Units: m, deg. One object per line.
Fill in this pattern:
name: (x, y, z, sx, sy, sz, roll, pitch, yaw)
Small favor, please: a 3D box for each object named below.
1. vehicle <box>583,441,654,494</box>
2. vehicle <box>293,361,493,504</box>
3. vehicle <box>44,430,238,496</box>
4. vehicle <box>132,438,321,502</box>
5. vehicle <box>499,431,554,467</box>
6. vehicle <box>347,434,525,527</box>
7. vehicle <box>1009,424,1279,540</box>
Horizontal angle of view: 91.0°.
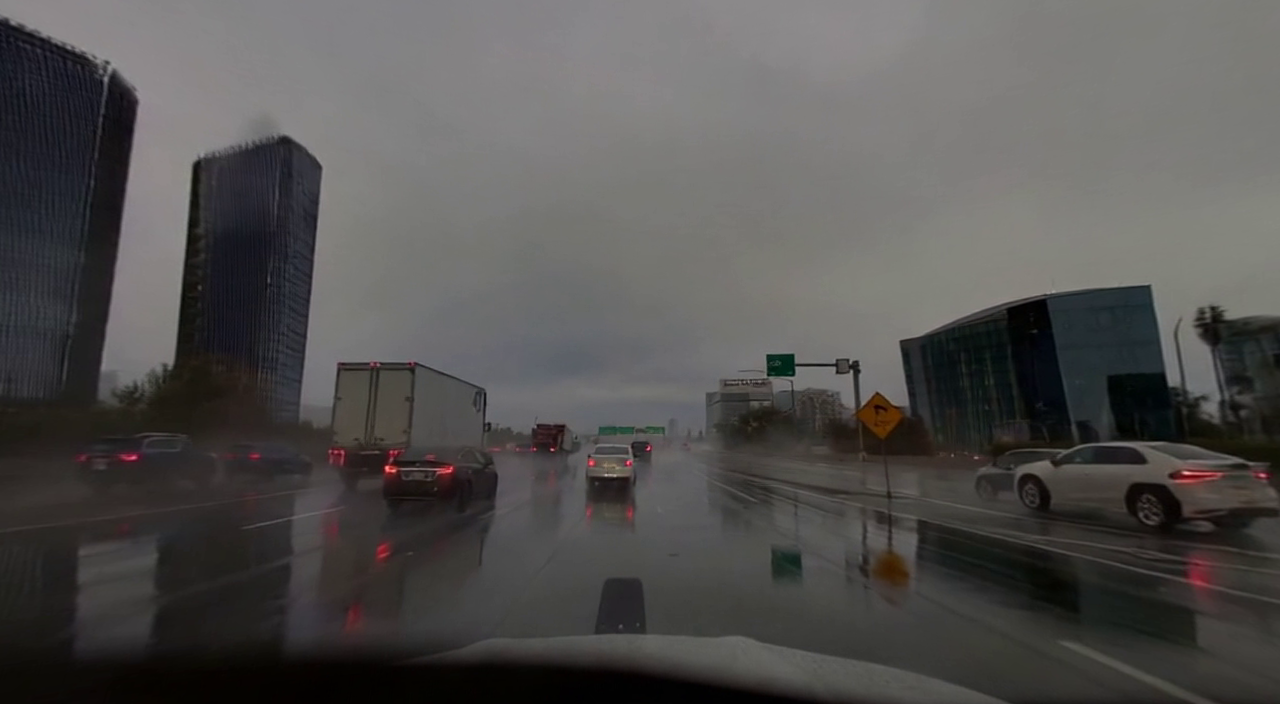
vehicle: (-0.607, 3.545, 19.692, 1.991, 1.488, 3.922, 0, -9, 0)
vehicle: (-6.768, 2.510, 19.054, 2.955, 3.359, 8.322, 1, -9, -3)
vehicle: (-14.653, 3.280, 18.957, 1.990, 1.722, 4.641, 0, -9, 0)
vehicle: (-11.114, 3.176, 17.470, 1.987, 1.495, 4.710, 0, -9, 1)
vehicle: (-6.961, 6.041, 39.253, 2.339, 2.059, 5.359, 0, -9, 1)
vehicle: (-3.766, 2.447, 12.572, 2.016, 1.497, 4.235, 0, -9, 1)
vehicle: (11.460, 2.686, 13.854, 2.415, 1.972, 5.572, 2, -9, -14)
